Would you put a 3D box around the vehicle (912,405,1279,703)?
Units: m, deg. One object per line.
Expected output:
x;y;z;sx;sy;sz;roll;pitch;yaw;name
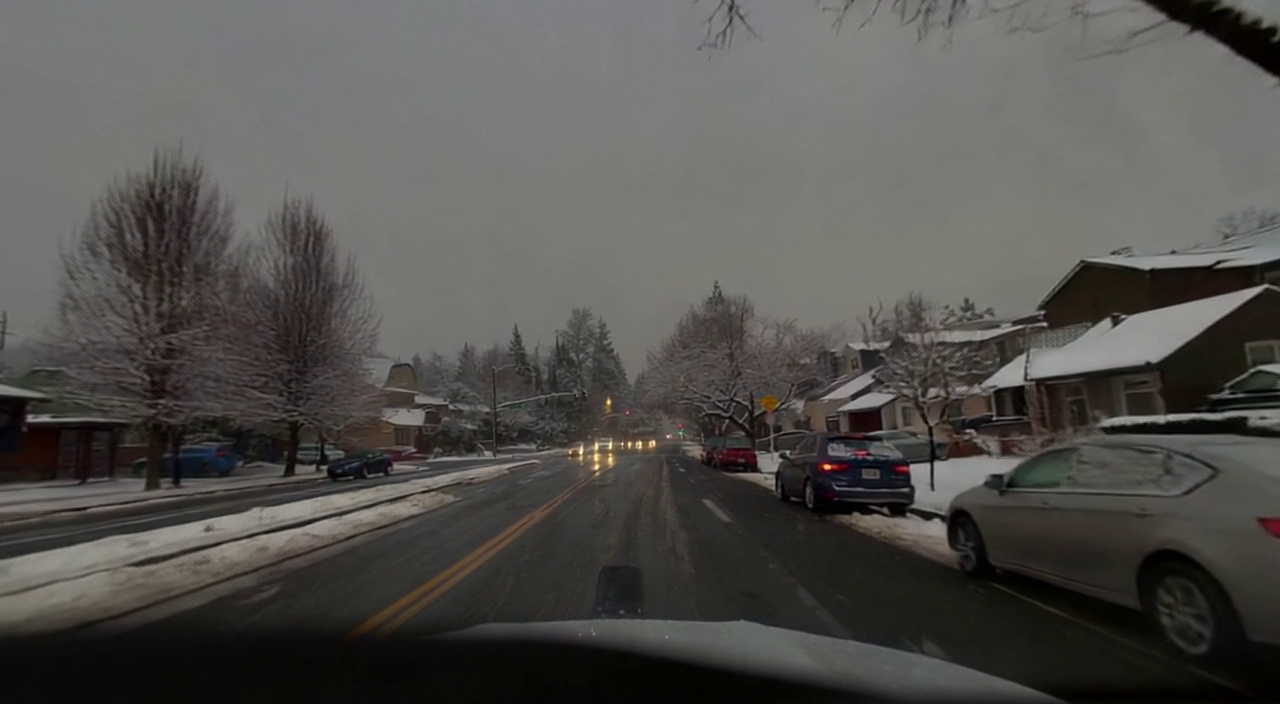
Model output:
3.935;1.207;4.449;1.956;1.468;4.524;0;-8;-1;vehicle

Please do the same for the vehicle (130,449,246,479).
-22.308;5.521;31.272;4.397;1.423;1.789;-1;-8;2;vehicle

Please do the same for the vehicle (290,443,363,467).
-22.139;7.274;44.703;4.091;1.614;1.910;0;-8;-1;vehicle

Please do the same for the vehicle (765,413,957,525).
4.021;2.219;12.491;2.069;1.780;4.480;0;-8;-1;vehicle

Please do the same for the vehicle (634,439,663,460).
0.603;7.103;46.164;2.081;1.475;4.361;0;-8;0;vehicle

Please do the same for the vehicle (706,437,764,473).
4.208;4.631;28.572;1.964;1.485;4.454;0;-8;1;vehicle

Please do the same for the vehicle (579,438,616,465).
-2.518;6.015;38.322;1.986;1.508;4.261;0;-8;0;vehicle
